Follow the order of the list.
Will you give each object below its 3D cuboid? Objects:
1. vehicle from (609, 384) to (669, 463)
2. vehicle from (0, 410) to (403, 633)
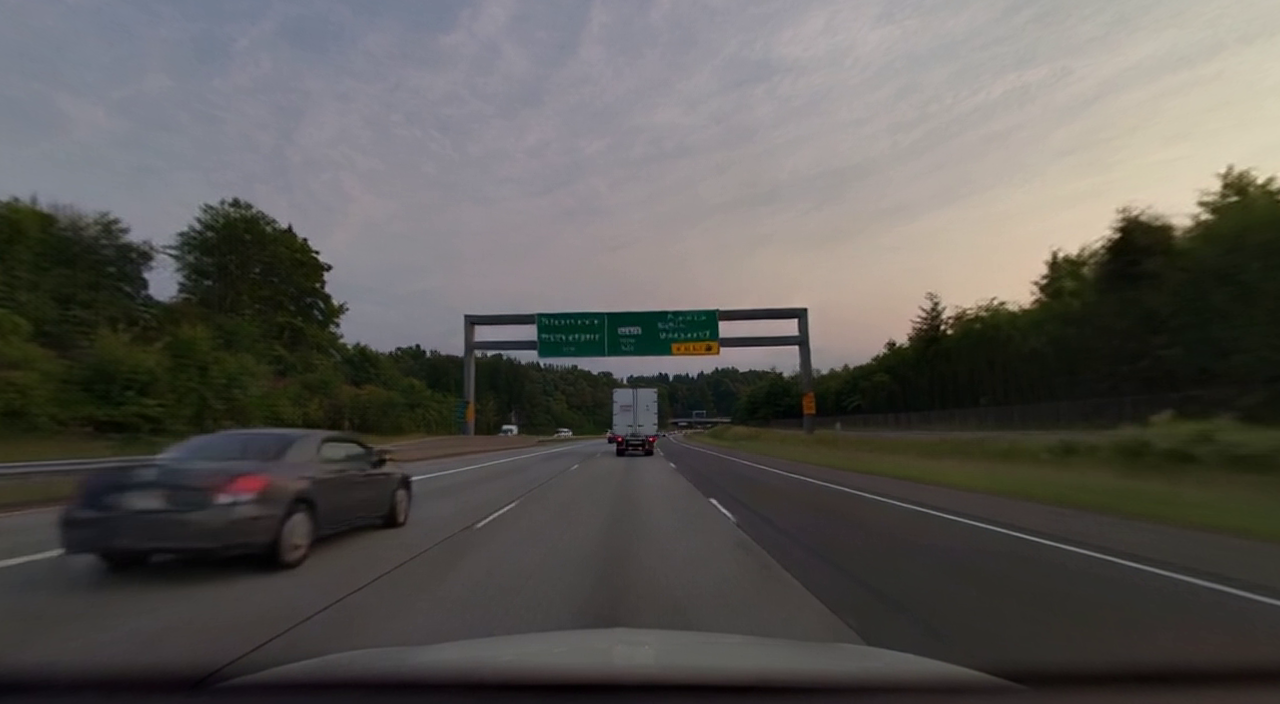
[{"bbox_3d":[-0.143,3.981,34.257,2.855,3.741,8.587,0,-8,-1],"label":"vehicle"},{"bbox_3d":[-4.119,1.415,6.317,1.931,1.479,4.083,0,-8,-1],"label":"vehicle"}]
